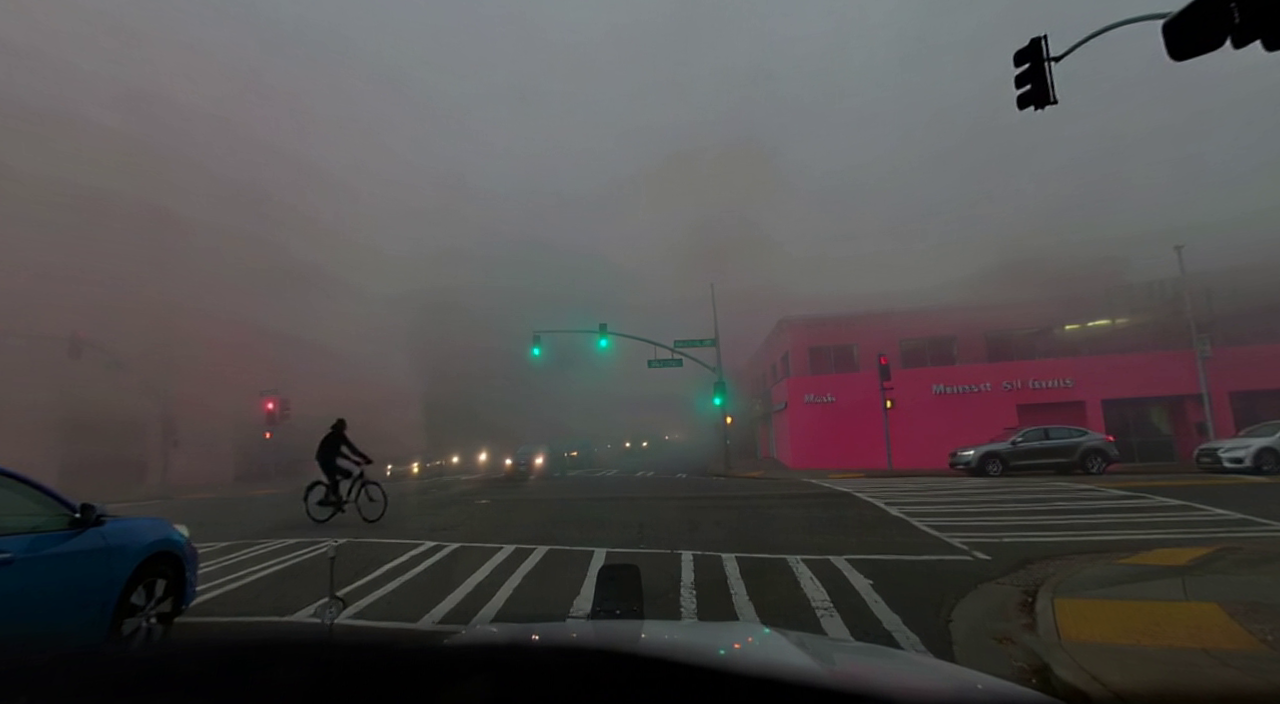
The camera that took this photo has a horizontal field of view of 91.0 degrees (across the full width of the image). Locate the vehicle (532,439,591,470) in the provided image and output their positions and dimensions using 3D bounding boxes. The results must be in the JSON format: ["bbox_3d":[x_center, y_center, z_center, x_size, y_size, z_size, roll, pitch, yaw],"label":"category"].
[{"bbox_3d":[-4.513,5.979,36.871,1.928,1.647,4.575,-2,-9,13],"label":"vehicle"}]

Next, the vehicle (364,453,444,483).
[{"bbox_3d":[-12.587,6.173,33.879,1.976,1.425,4.567,-1,-9,9],"label":"vehicle"}]

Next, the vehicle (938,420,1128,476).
[{"bbox_3d":[11.564,2.870,18.805,4.355,1.546,1.820,-1,-9,6],"label":"vehicle"}]

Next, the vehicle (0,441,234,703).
[{"bbox_3d":[-3.693,0.969,2.154,1.759,1.325,4.295,0,-9,0],"label":"vehicle"}]

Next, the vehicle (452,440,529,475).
[{"bbox_3d":[-8.402,5.973,36.046,2.152,1.825,5.406,-2,-9,12],"label":"vehicle"}]

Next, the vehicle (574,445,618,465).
[{"bbox_3d":[-3.027,7.188,44.132,1.743,1.362,4.350,-2,-9,14],"label":"vehicle"}]
